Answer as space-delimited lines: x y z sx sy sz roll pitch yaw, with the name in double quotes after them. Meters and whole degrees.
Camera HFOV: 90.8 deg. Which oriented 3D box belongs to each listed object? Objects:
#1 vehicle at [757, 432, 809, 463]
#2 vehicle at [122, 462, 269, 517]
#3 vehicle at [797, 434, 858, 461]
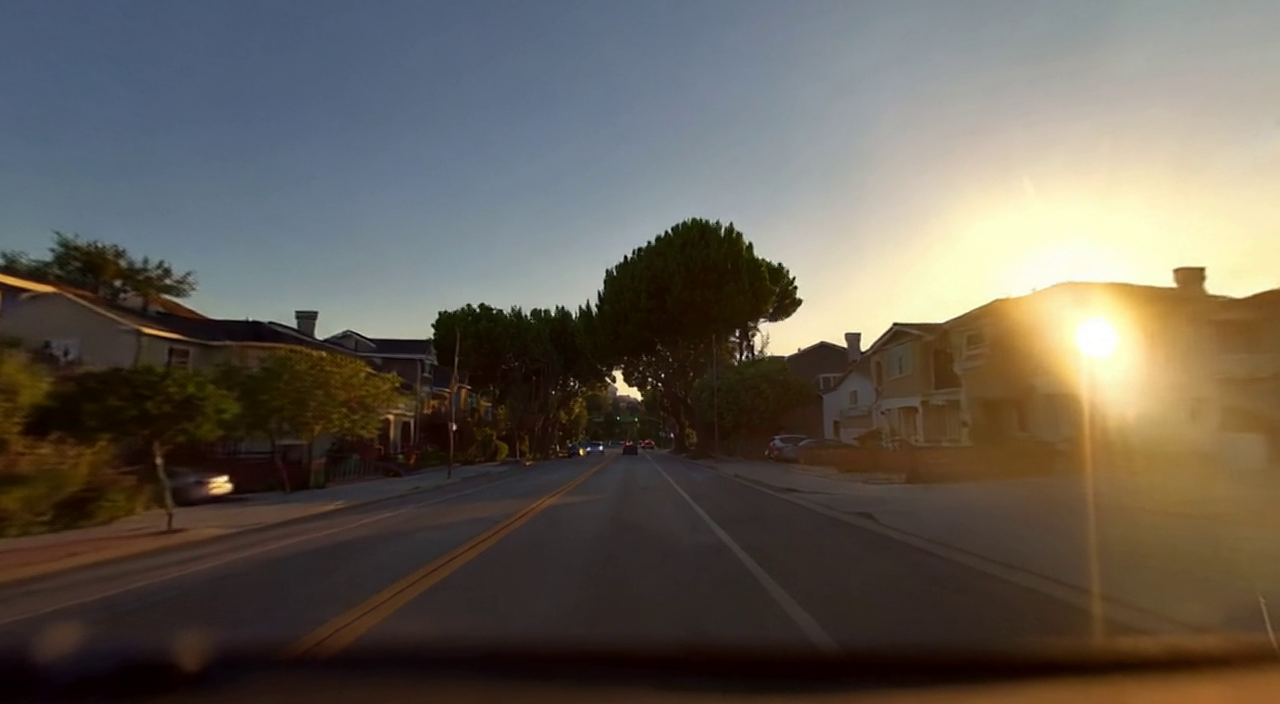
9.026 6.077 40.214 2.121 1.785 4.693 0 -8 -1 "vehicle"
-15.415 4.743 22.262 2.124 1.538 4.237 -1 -8 0 "vehicle"
11.799 6.063 40.144 2.181 1.530 4.867 -2 -8 -3 "vehicle"
